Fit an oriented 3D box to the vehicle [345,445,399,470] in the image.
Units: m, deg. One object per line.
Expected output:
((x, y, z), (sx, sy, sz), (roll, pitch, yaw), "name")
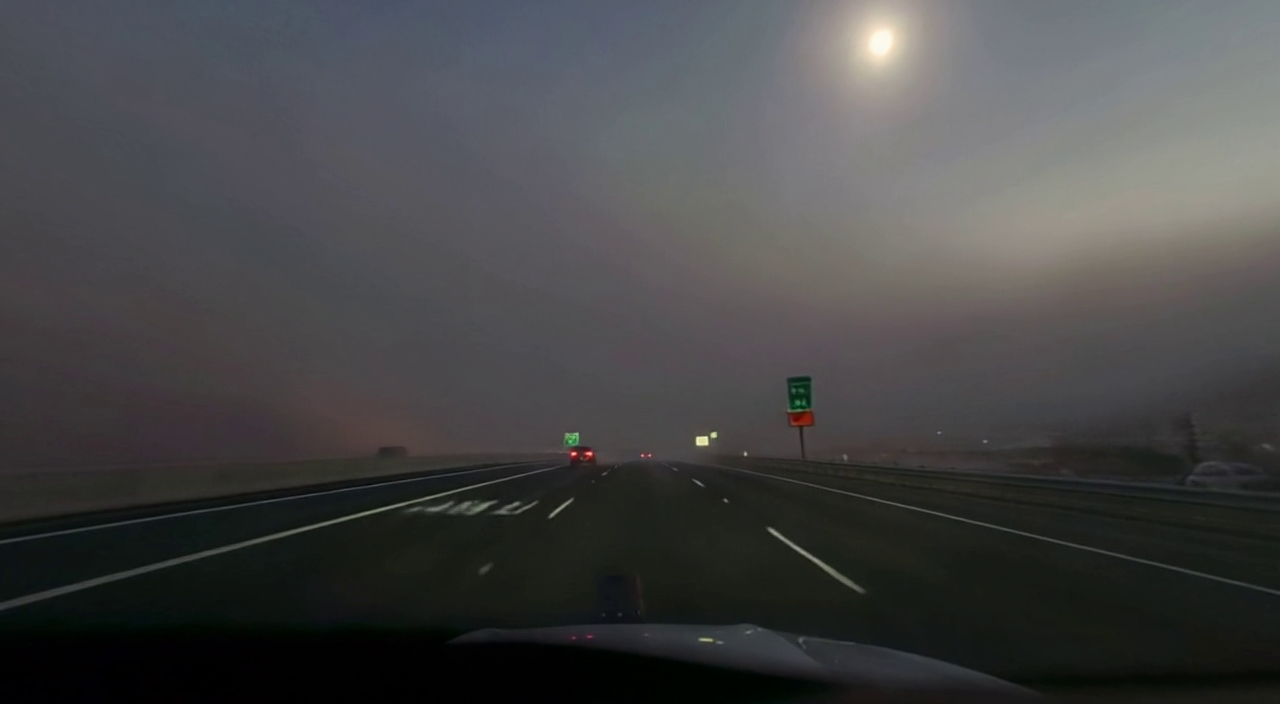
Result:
((-16.295, 6.405, 38.446), (1.623, 1.467, 3.634), (-1, -9, 2), "vehicle")
